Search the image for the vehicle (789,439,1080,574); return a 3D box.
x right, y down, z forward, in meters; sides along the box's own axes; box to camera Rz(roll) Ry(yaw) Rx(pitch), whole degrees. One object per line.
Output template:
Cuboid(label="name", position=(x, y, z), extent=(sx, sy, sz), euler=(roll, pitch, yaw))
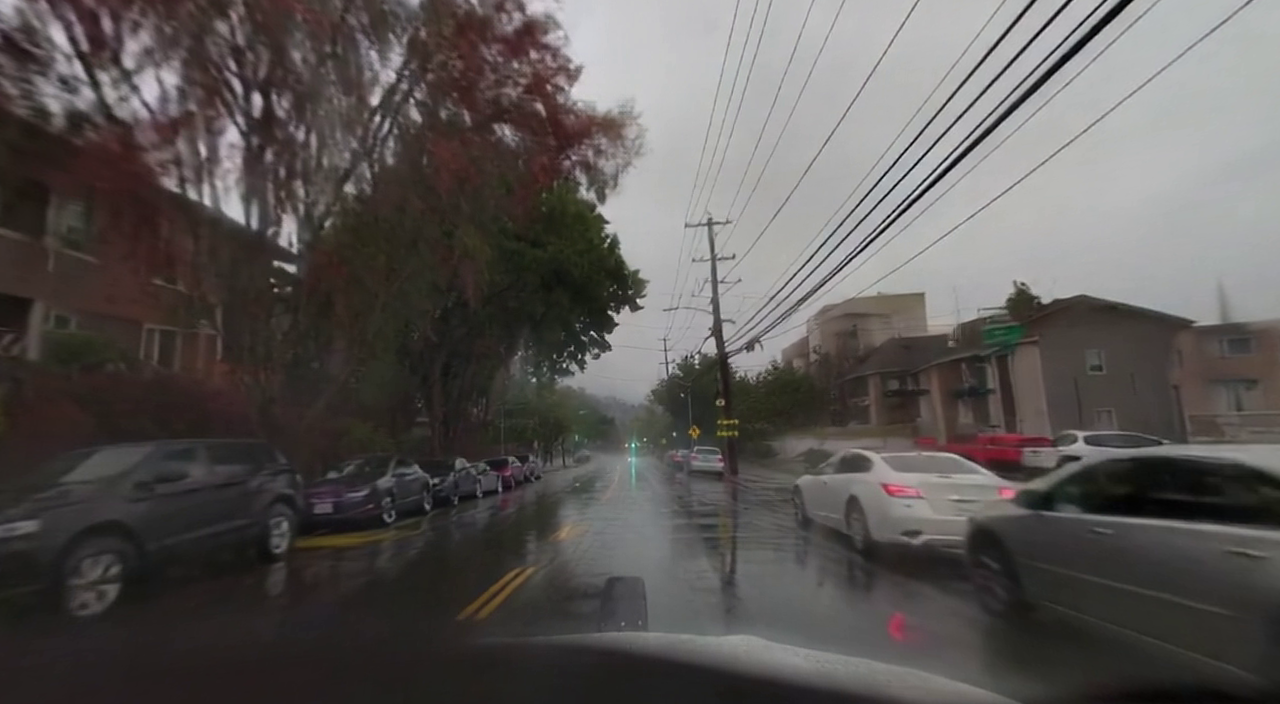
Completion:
Cuboid(label="vehicle", position=(3.788, 2.052, 9.225), extent=(2.013, 1.463, 4.523), euler=(0, -9, -1))

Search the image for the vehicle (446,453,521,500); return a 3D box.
Cuboid(label="vehicle", position=(-6.184, 4.944, 25.341), extent=(1.912, 1.521, 4.326), euler=(-3, -8, 0))

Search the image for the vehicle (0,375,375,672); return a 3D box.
Cuboid(label="vehicle", position=(-6.124, 1.833, 8.020), extent=(2.555, 2.236, 6.491), euler=(-6, -7, 0))

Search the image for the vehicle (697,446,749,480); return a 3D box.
Cuboid(label="vehicle", position=(3.975, 5.359, 30.671), extent=(1.883, 1.527, 3.828), euler=(0, -9, -1))

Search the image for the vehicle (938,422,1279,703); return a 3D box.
Cuboid(label="vehicle", position=(3.878, 1.219, 3.931), extent=(1.846, 1.464, 4.420), euler=(0, -9, 0))
